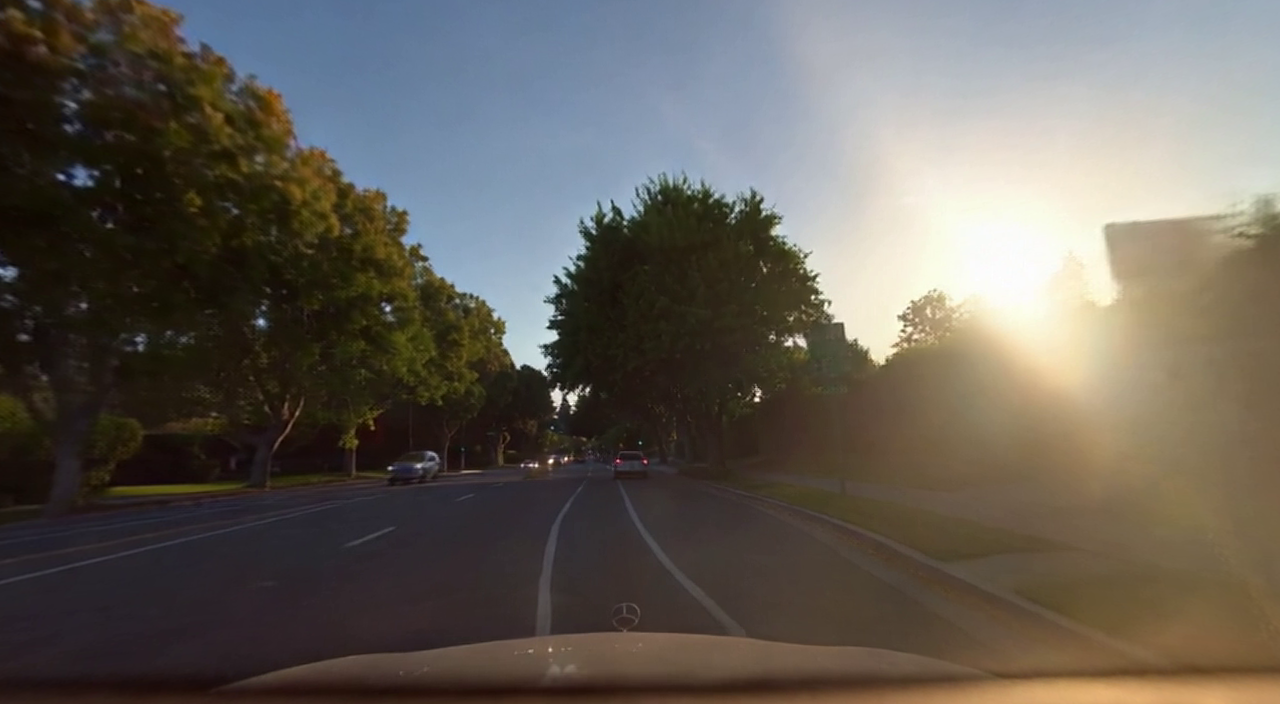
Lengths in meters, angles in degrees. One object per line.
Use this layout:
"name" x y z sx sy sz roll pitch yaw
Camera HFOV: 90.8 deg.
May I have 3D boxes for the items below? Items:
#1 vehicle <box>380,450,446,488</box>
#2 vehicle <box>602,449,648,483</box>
"vehicle" -11.777 6.055 33.055 1.969 1.751 4.432 0 -8 -3
"vehicle" -0.749 5.486 30.803 2.111 1.466 4.223 0 -8 -2
